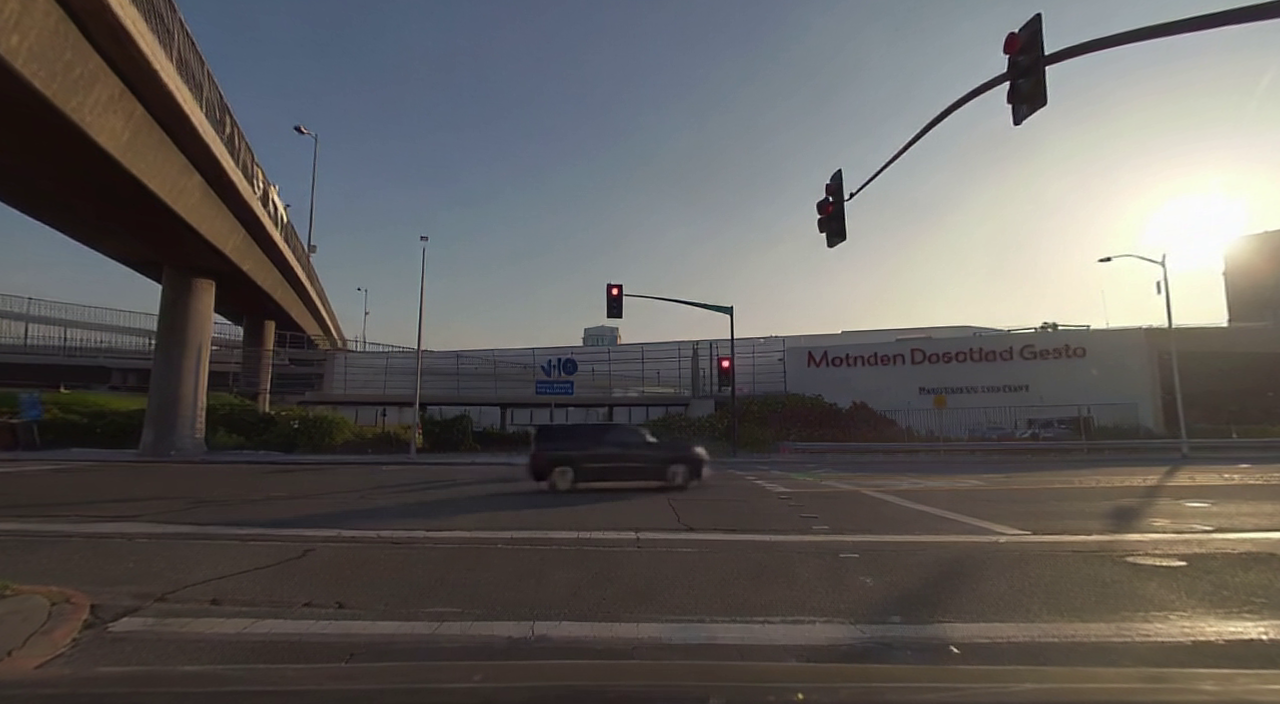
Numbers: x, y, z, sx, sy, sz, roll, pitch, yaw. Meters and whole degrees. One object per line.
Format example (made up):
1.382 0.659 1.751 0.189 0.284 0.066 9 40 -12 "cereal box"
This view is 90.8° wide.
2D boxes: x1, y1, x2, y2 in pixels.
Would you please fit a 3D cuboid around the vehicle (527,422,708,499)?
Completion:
-0.524 2.469 14.600 3.897 1.637 1.832 0 -9 -3 "vehicle"
